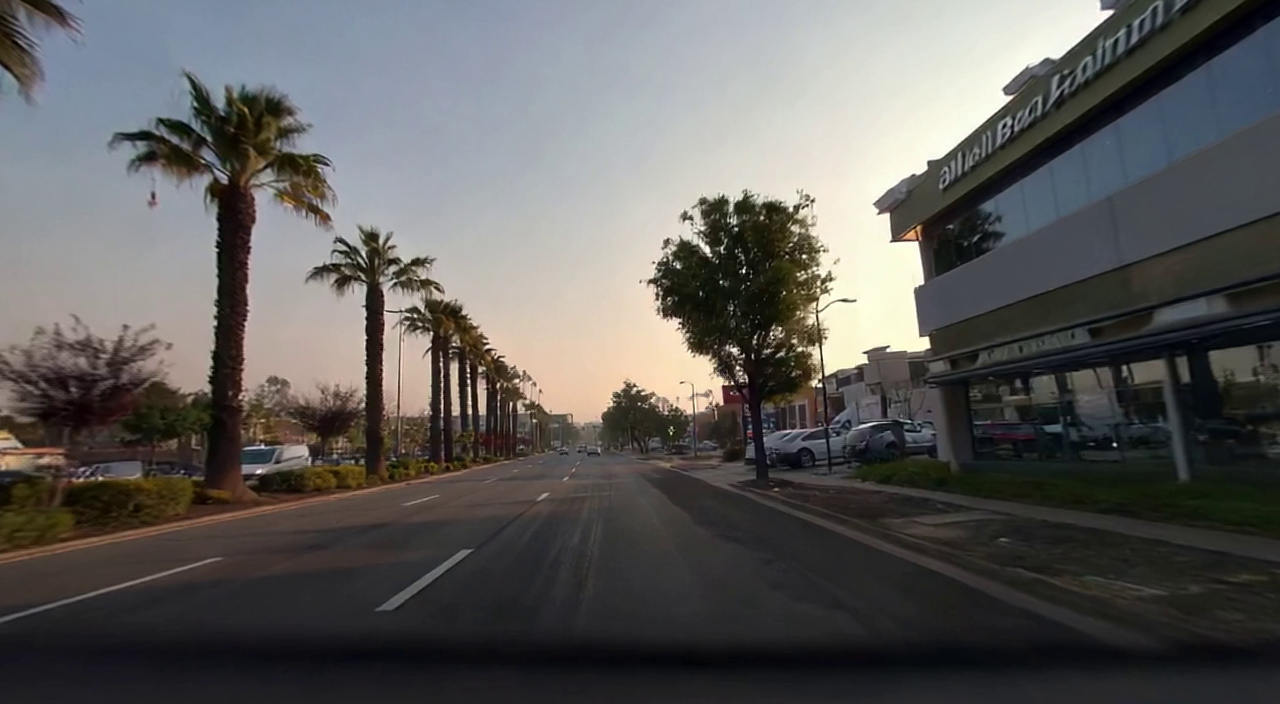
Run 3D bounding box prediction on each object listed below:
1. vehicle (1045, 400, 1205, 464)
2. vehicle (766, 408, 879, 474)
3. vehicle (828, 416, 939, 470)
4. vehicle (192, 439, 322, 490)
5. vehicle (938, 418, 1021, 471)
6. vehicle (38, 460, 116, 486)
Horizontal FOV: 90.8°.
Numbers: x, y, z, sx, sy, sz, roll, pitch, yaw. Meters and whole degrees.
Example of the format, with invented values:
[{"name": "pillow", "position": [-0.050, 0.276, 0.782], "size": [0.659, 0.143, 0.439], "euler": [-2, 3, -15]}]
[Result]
[{"name": "vehicle", "position": [21.826, 3.731, 28.890], "size": [2.434, 2.604, 5.700], "euler": [0, -9, -4]}, {"name": "vehicle", "position": [8.984, 4.350, 30.730], "size": [5.942, 2.851, 2.531], "euler": [8, -12, -44]}, {"name": "vehicle", "position": [11.195, 4.159, 28.816], "size": [2.514, 2.172, 5.798], "euler": [-9, -12, 43]}, {"name": "vehicle", "position": [-16.982, 5.012, 28.525], "size": [2.379, 2.034, 5.893], "euler": [0, -9, -3]}, {"name": "vehicle", "position": [15.432, 4.168, 29.149], "size": [2.525, 2.043, 6.684], "euler": [-7, -8, 22]}, {"name": "vehicle", "position": [-39.065, 8.384, 43.899], "size": [3.759, 1.475, 1.863], "euler": [-3, -7, 3]}]
